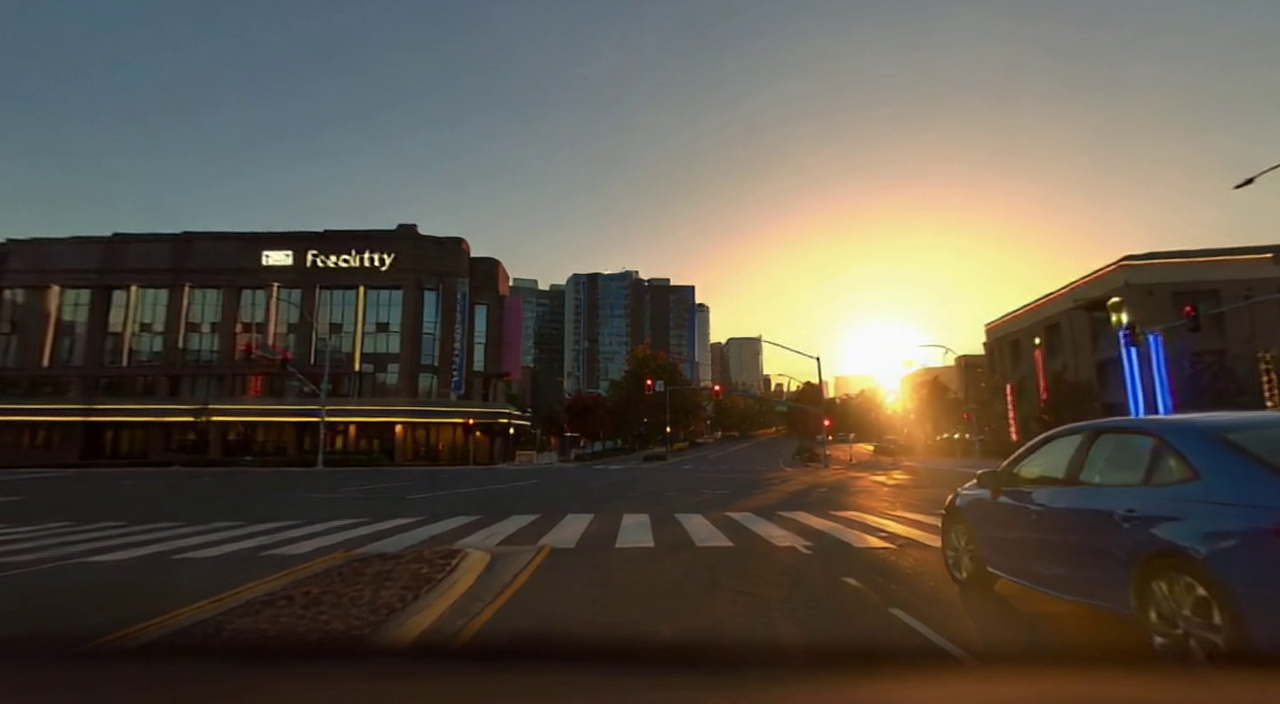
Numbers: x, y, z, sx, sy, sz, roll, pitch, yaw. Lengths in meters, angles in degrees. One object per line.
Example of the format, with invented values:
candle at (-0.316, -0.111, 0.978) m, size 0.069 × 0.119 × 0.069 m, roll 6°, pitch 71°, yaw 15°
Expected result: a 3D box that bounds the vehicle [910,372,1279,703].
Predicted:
vehicle at (3.711, 1.143, 4.226) m, size 2.067 × 1.625 × 4.073 m, roll -1°, pitch -8°, yaw 2°
